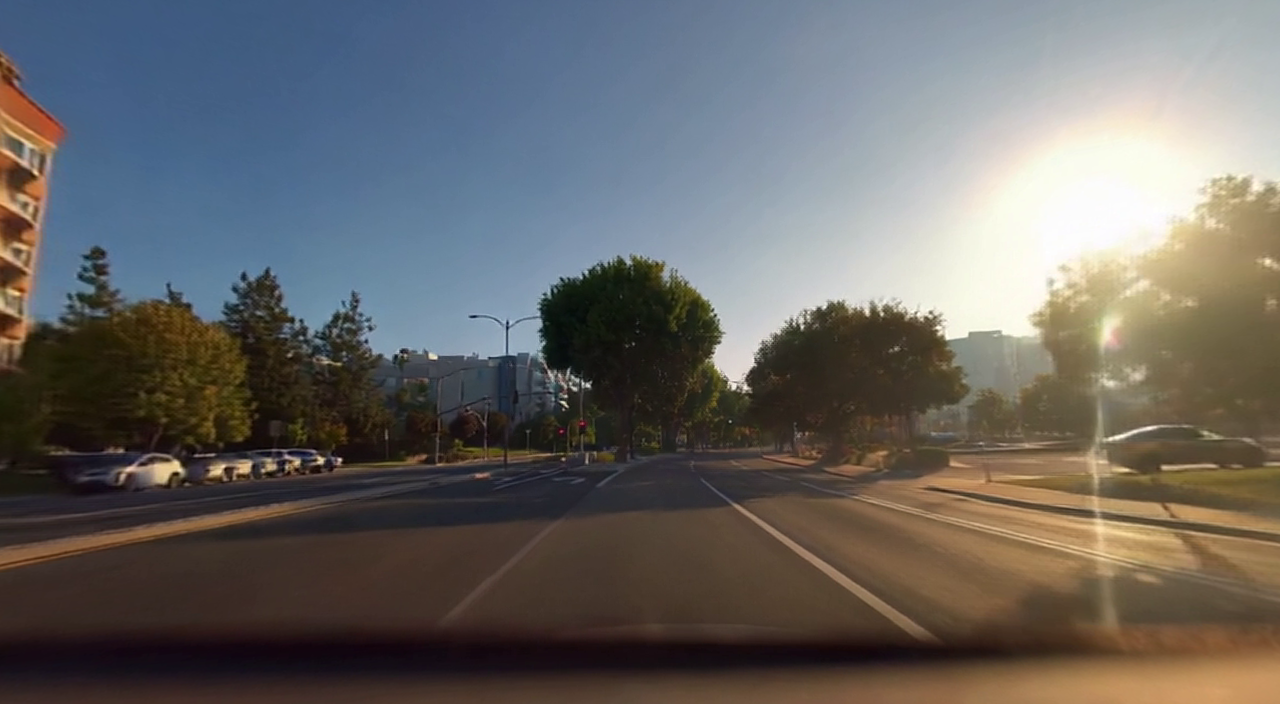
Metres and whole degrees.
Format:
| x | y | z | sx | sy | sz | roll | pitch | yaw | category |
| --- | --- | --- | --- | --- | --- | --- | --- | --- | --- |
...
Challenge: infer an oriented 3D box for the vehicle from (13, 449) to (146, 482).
| x | y | z | sx | sy | sz | roll | pitch | yaw | category |
| --- | --- | --- | --- | --- | --- | --- | --- | --- | --- |
| -29.113 | 5.888 | 32.944 | 4.913 | 1.677 | 2.032 | 0 | -9 | -2 | vehicle |

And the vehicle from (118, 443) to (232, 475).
| x | y | z | sx | sy | sz | roll | pitch | yaw | category |
| --- | --- | --- | --- | --- | --- | --- | --- | --- | --- |
| -28.422 | 6.548 | 38.737 | 5.248 | 1.758 | 2.122 | -1 | -8 | -2 | vehicle |

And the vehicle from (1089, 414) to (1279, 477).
| x | y | z | sx | sy | sz | roll | pitch | yaw | category |
| --- | --- | --- | --- | --- | --- | --- | --- | --- | --- |
| 19.157 | 3.327 | 22.375 | 2.074 | 1.959 | 4.793 | 3 | -9 | -19 | vehicle |
